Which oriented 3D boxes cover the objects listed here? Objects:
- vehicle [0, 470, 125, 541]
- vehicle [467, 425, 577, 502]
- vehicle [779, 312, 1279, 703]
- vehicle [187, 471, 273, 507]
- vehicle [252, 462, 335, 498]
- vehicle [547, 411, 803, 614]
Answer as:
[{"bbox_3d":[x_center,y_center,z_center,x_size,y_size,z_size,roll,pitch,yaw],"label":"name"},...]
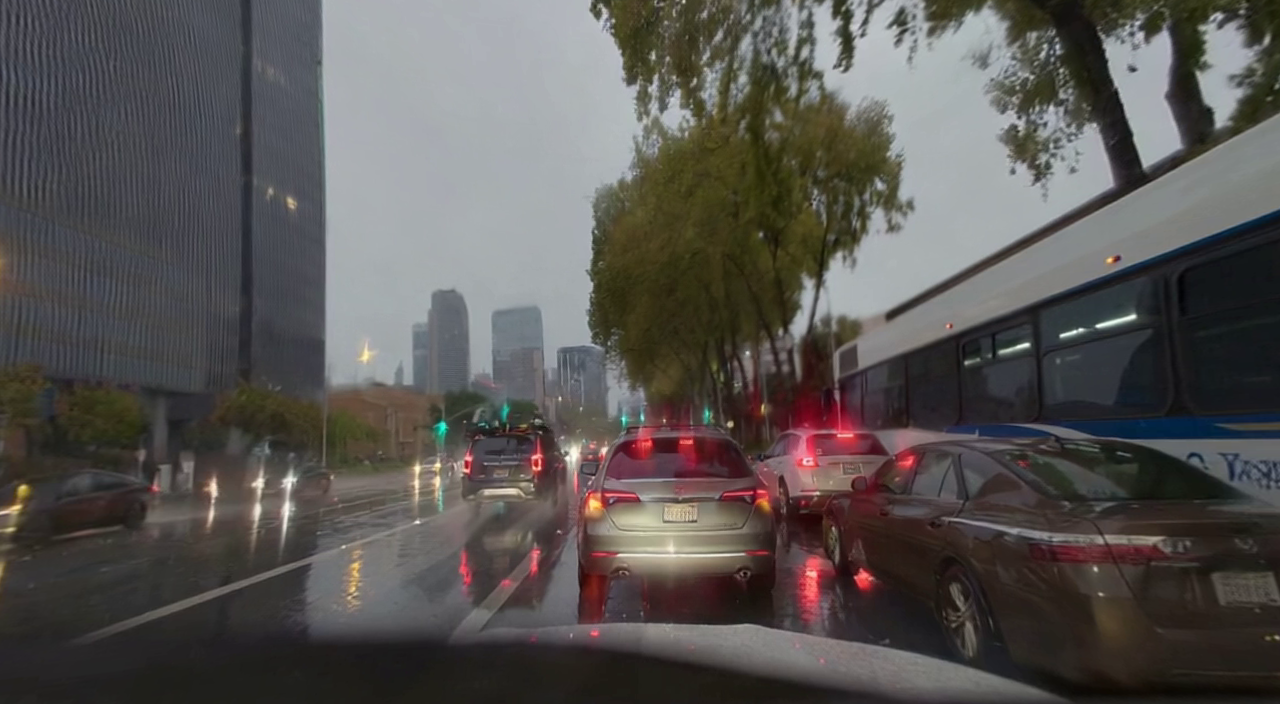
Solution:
[{"bbox_3d":[-16.438,4.024,16.873,1.903,1.580,3.976,0,-9,0],"label":"vehicle"},{"bbox_3d":[-3.220,3.199,18.479,2.175,1.919,5.223,0,-9,0],"label":"vehicle"},{"bbox_3d":[2.724,1.108,4.937,2.117,1.855,4.794,0,-9,-1],"label":"vehicle"},{"bbox_3d":[-22.585,7.545,34.932,1.854,1.419,4.318,-7,-8,0],"label":"vehicle"},{"bbox_3d":[-18.744,6.913,34.346,1.964,1.686,4.144,0,-9,3],"label":"vehicle"},{"bbox_3d":[0.229,1.557,6.917,2.045,1.608,3.573,0,-9,-2],"label":"vehicle"}]
